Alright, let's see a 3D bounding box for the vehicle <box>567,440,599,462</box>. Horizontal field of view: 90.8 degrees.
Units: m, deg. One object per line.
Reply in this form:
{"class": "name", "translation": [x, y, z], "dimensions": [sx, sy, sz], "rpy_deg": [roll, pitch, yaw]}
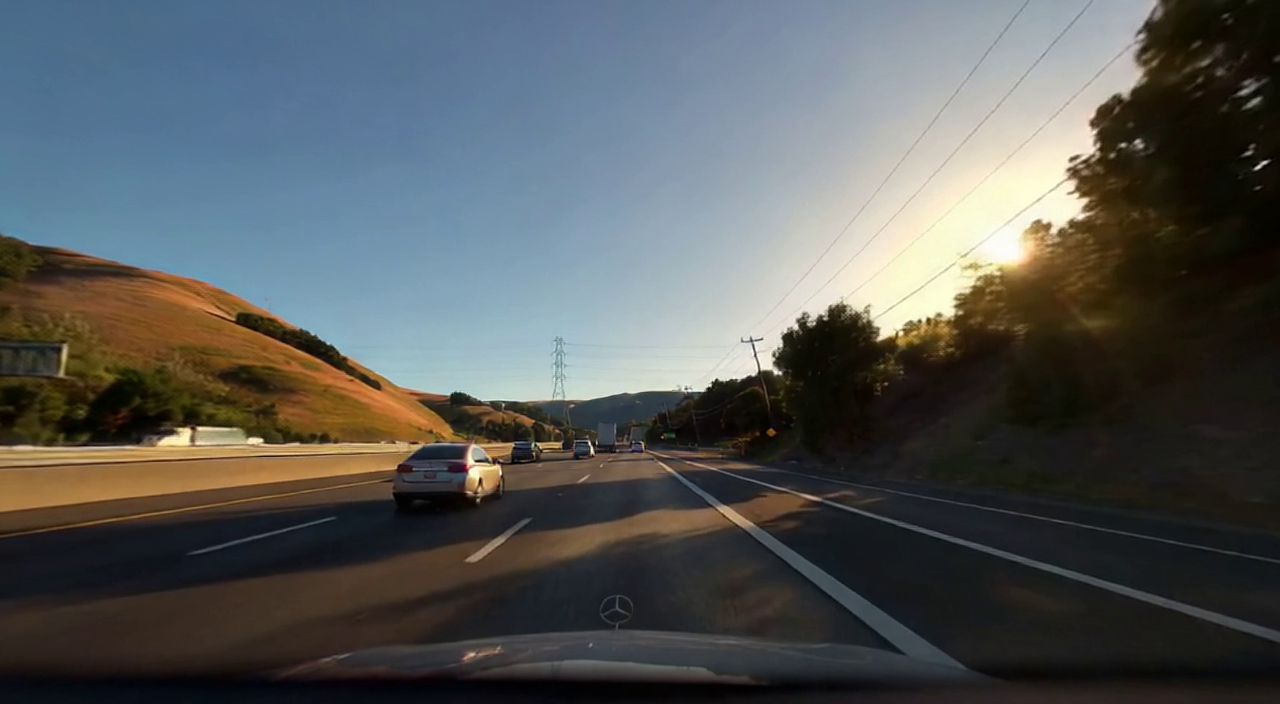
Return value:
{"class": "vehicle", "translation": [-4.098, 7.201, 46.137], "dimensions": [2.038, 1.533, 4.103], "rpy_deg": [0, -9, -1]}

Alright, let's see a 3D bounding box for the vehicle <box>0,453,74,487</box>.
{"class": "vehicle", "translation": [-29.753, 5.566, 30.049], "dimensions": [1.916, 1.471, 3.905], "rpy_deg": [0, -9, 1]}

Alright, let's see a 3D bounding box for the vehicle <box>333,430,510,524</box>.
{"class": "vehicle", "translation": [-4.083, 2.409, 12.727], "dimensions": [1.963, 1.533, 4.477], "rpy_deg": [0, -9, 0]}
